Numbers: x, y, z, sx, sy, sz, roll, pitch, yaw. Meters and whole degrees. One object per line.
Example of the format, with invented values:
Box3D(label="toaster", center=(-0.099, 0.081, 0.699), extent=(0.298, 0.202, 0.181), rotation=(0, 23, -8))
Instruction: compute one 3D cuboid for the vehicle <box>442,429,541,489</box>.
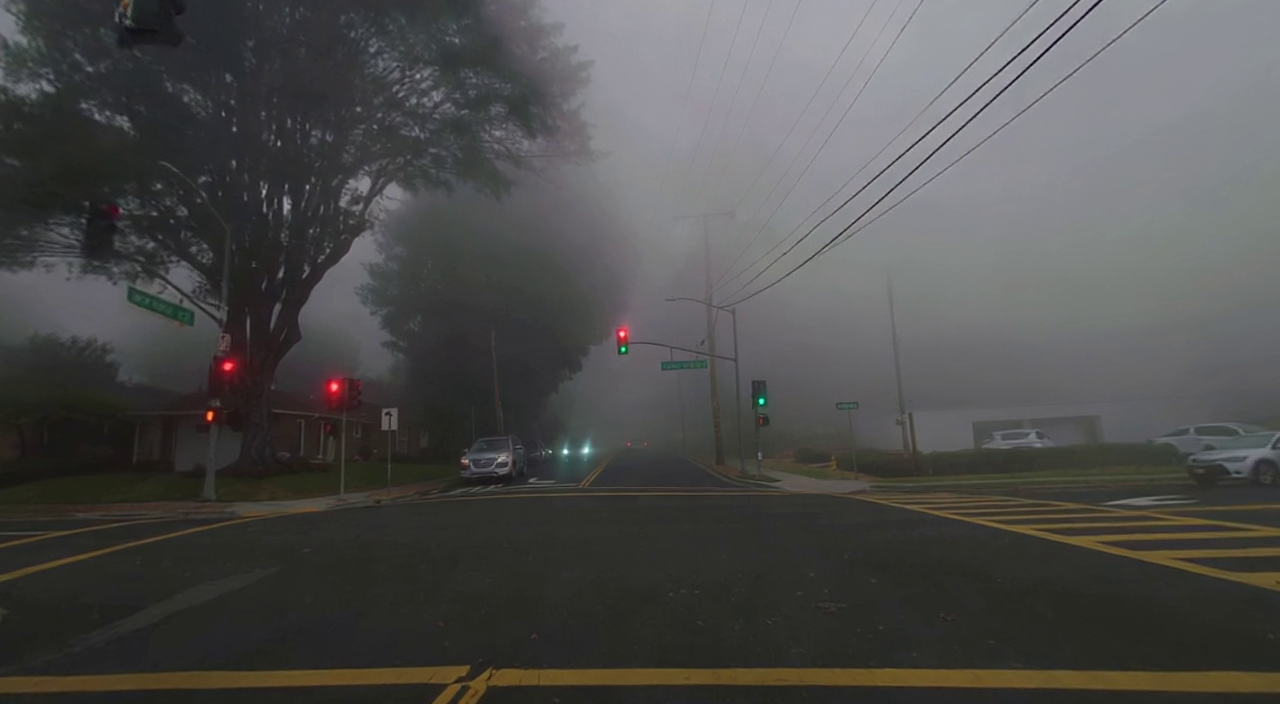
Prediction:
Box3D(label="vehicle", center=(-6.512, 4.827, 28.933), extent=(2.896, 2.339, 7.322), rotation=(0, -9, -1))

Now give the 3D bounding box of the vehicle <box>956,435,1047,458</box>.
Box3D(label="vehicle", center=(25.003, 6.548, 43.839), extent=(5.172, 1.515, 1.851), rotation=(0, -9, -2))

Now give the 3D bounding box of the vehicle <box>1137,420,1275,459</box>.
Box3D(label="vehicle", center=(33.270, 5.165, 37.249), extent=(5.969, 2.149, 2.331), rotation=(0, -9, -3))

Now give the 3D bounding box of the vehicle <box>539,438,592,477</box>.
Box3D(label="vehicle", center=(-3.655, 5.283, 31.913), extent=(2.120, 1.783, 4.788), rotation=(0, -9, 0))
